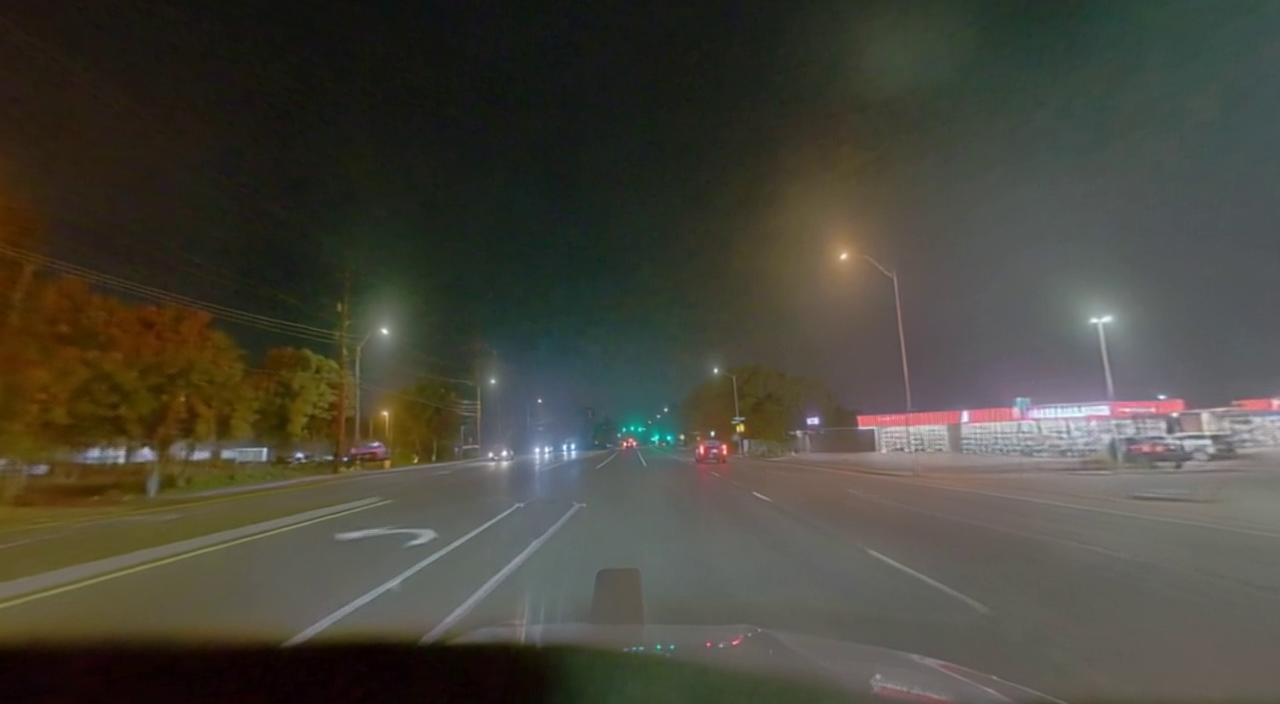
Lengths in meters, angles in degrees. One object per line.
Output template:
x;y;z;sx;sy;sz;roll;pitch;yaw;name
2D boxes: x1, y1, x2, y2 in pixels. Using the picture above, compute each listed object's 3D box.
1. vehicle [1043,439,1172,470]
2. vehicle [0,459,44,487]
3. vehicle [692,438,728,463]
23.469;5.162;31.903;1.886;1.438;4.742;6;-10;-33;vehicle
-47.256;9.213;48.205;2.057;1.921;4.995;7;-11;-39;vehicle
4.927;7.019;44.961;1.957;1.643;4.226;0;-9;-2;vehicle
